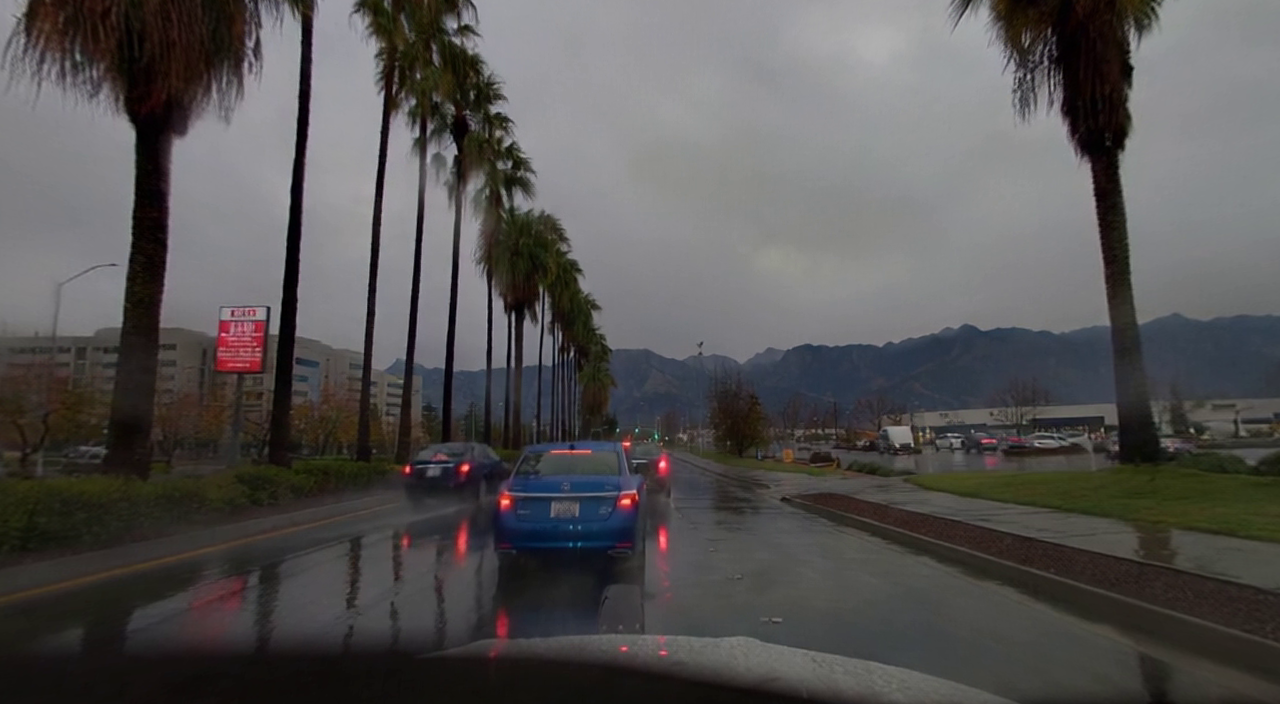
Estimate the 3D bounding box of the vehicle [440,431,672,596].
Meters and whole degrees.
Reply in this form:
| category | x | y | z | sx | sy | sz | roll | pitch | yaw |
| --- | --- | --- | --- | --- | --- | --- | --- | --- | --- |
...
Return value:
| category | x | y | z | sx | sy | sz | roll | pitch | yaw |
| --- | --- | --- | --- | --- | --- | --- | --- | --- | --- |
| vehicle | -0.824 | 1.737 | 7.680 | 2.067 | 1.459 | 3.886 | 0 | -8 | -2 |

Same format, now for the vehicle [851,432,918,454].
| category | x | y | z | sx | sy | sz | roll | pitch | yaw |
| --- | --- | --- | --- | --- | --- | --- | --- | --- | --- |
| vehicle | 19.214 | 7.197 | 49.806 | 1.925 | 1.652 | 4.490 | 6 | -10 | -34 |

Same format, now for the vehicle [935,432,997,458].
| category | x | y | z | sx | sy | sz | roll | pitch | yaw |
| --- | --- | --- | --- | --- | --- | --- | --- | --- | --- |
| vehicle | 20.665 | 5.904 | 39.948 | 4.640 | 1.526 | 1.961 | 8 | -12 | -43 |
